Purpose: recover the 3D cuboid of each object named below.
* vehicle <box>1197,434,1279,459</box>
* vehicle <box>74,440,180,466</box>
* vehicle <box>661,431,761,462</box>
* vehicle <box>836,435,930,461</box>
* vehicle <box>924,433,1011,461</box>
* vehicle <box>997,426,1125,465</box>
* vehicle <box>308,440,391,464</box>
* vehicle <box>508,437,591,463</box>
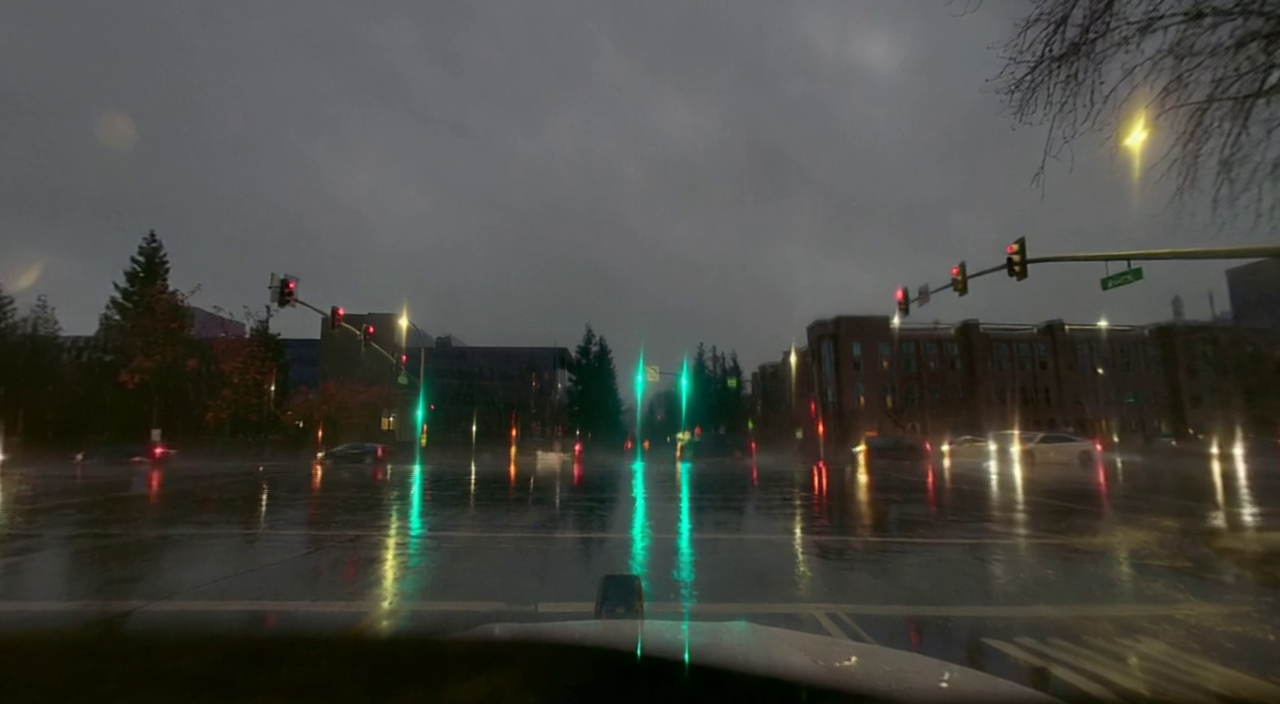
[{"bbox_3d":[38.467,6.021,40.219,4.100,1.509,1.853,0,-9,0],"label":"vehicle"},{"bbox_3d":[-29.721,5.860,36.716,4.631,1.435,1.715,0,-9,0],"label":"vehicle"},{"bbox_3d":[4.420,6.006,40.086,6.133,1.833,2.155,-1,-9,2],"label":"vehicle"},{"bbox_3d":[14.188,5.651,37.080,4.724,1.452,1.870,0,-9,1],"label":"vehicle"},{"bbox_3d":[21.031,6.110,40.647,4.488,1.667,1.869,0,-9,1],"label":"vehicle"},{"bbox_3d":[20.298,4.541,30.653,4.662,1.764,2.064,-1,-9,1],"label":"vehicle"},{"bbox_3d":[-18.548,6.395,40.453,4.443,1.472,1.794,0,-9,0],"label":"vehicle"},{"bbox_3d":[-5.210,5.701,36.798,4.519,1.476,1.767,0,-9,0],"label":"vehicle"}]
